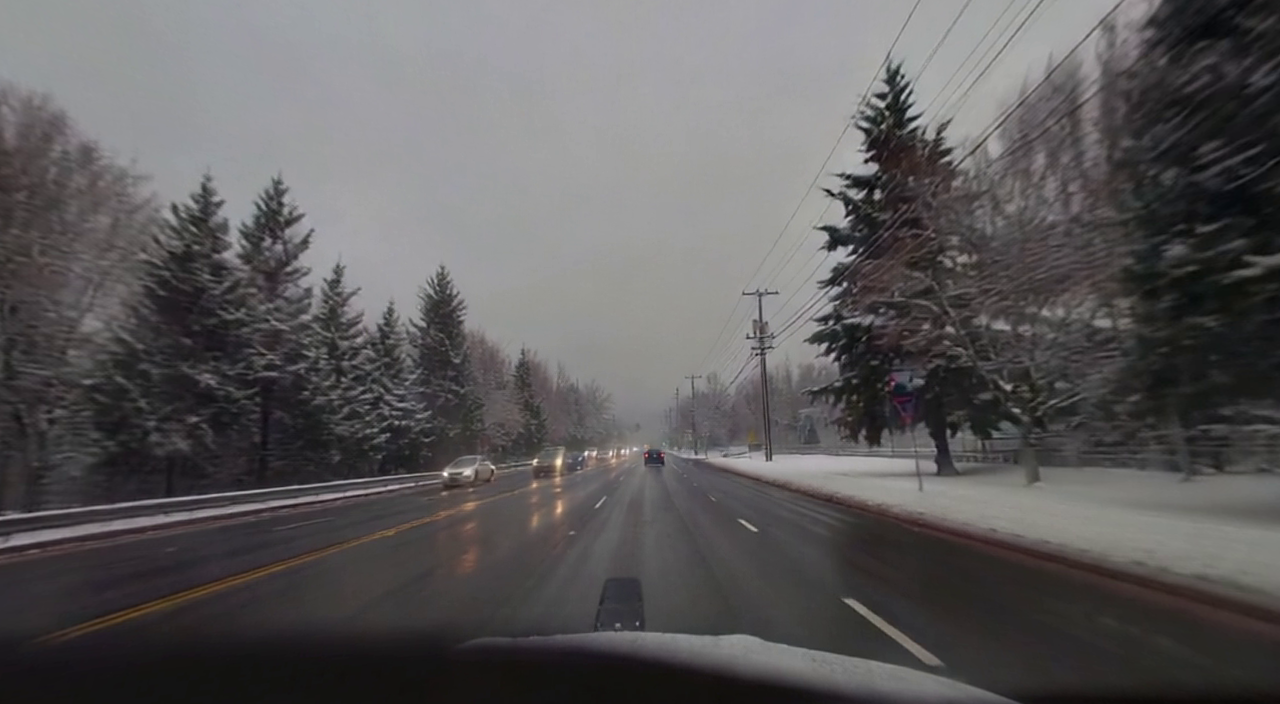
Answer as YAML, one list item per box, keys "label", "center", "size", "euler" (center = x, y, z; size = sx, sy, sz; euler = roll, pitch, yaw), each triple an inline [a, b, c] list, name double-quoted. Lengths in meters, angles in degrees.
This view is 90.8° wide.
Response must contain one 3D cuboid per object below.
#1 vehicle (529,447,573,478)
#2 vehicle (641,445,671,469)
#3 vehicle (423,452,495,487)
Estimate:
- label: "vehicle"
  center: [-4.992, 6.219, 35.858]
  size: [1.792, 1.628, 4.000]
  euler: [0, -9, 1]
- label: "vehicle"
  center: [1.173, 7.896, 47.765]
  size: [2.163, 1.746, 4.073]
  euler: [0, -9, 1]
- label: "vehicle"
  center: [-8.587, 5.611, 30.376]
  size: [2.058, 1.495, 4.448]
  euler: [0, -9, 1]
